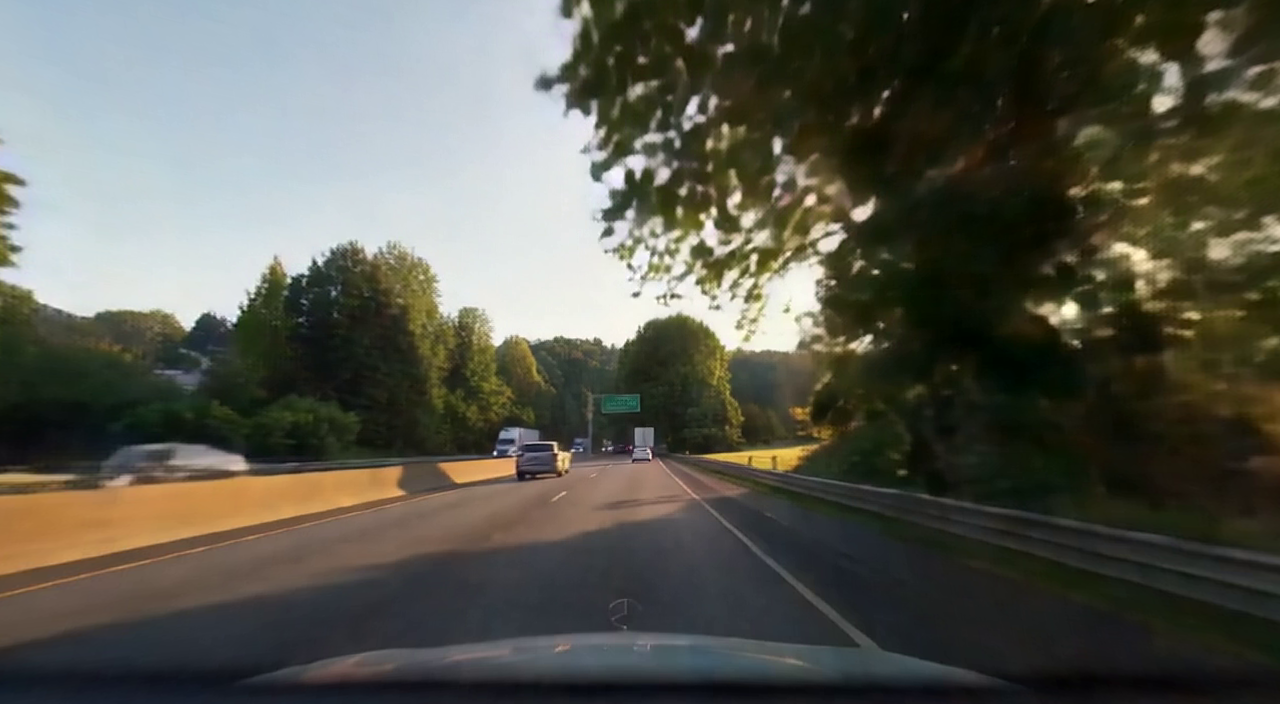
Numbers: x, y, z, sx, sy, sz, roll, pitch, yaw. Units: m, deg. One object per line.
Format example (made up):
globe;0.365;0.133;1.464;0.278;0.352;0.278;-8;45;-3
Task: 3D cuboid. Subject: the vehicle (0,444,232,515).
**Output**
vehicle;-12.357;2.987;15.322;1.888;1.453;4.428;0;-9;1

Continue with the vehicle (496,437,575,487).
vehicle;-3.867;4.189;24.276;2.097;1.722;4.808;0;-9;1

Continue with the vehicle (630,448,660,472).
vehicle;0.309;6.966;40.866;1.853;1.436;3.438;0;-9;0
